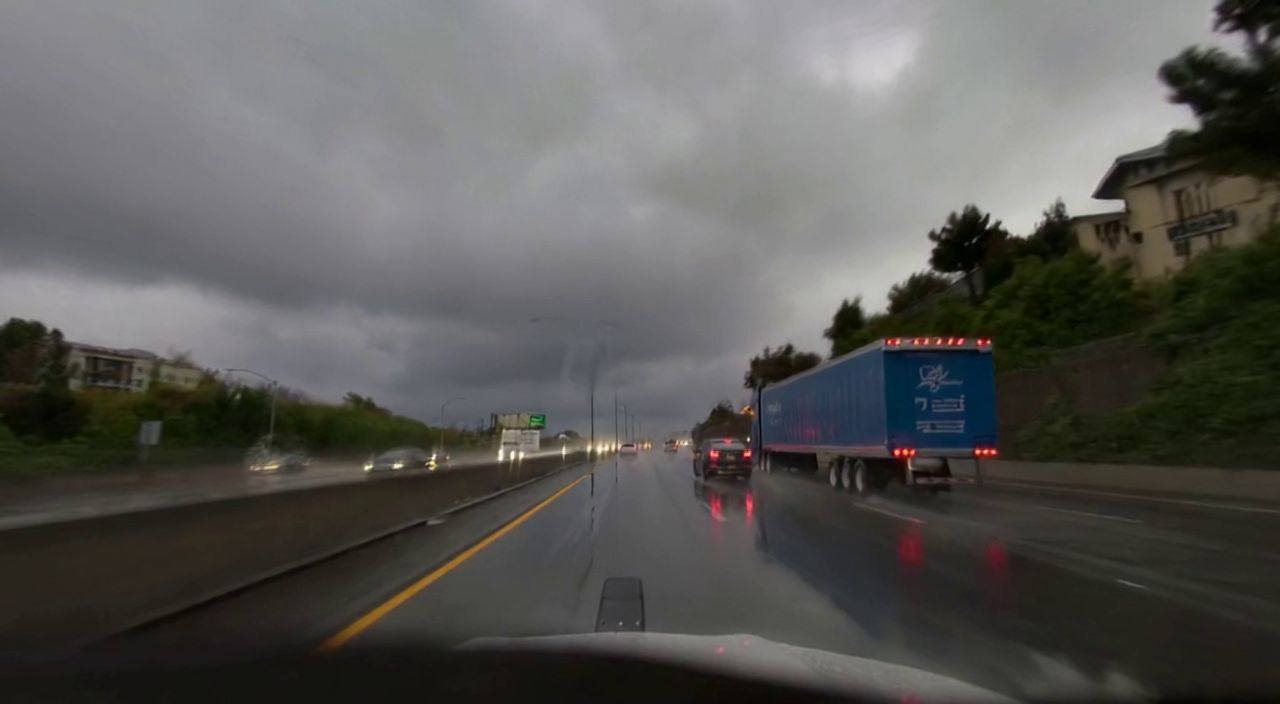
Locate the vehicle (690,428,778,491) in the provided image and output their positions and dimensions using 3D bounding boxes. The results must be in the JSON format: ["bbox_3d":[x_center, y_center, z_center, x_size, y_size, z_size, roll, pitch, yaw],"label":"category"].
[{"bbox_3d":[2.778,3.321,19.768,1.973,1.710,4.476,0,-9,-1],"label":"vehicle"}]

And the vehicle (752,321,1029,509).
[{"bbox_3d":[6.683,2.408,21.007,2.864,4.060,14.637,0,-9,-2],"label":"vehicle"}]

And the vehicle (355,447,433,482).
[{"bbox_3d":[-11.214,5.128,29.153,1.904,1.438,4.257,0,-9,-1],"label":"vehicle"}]
